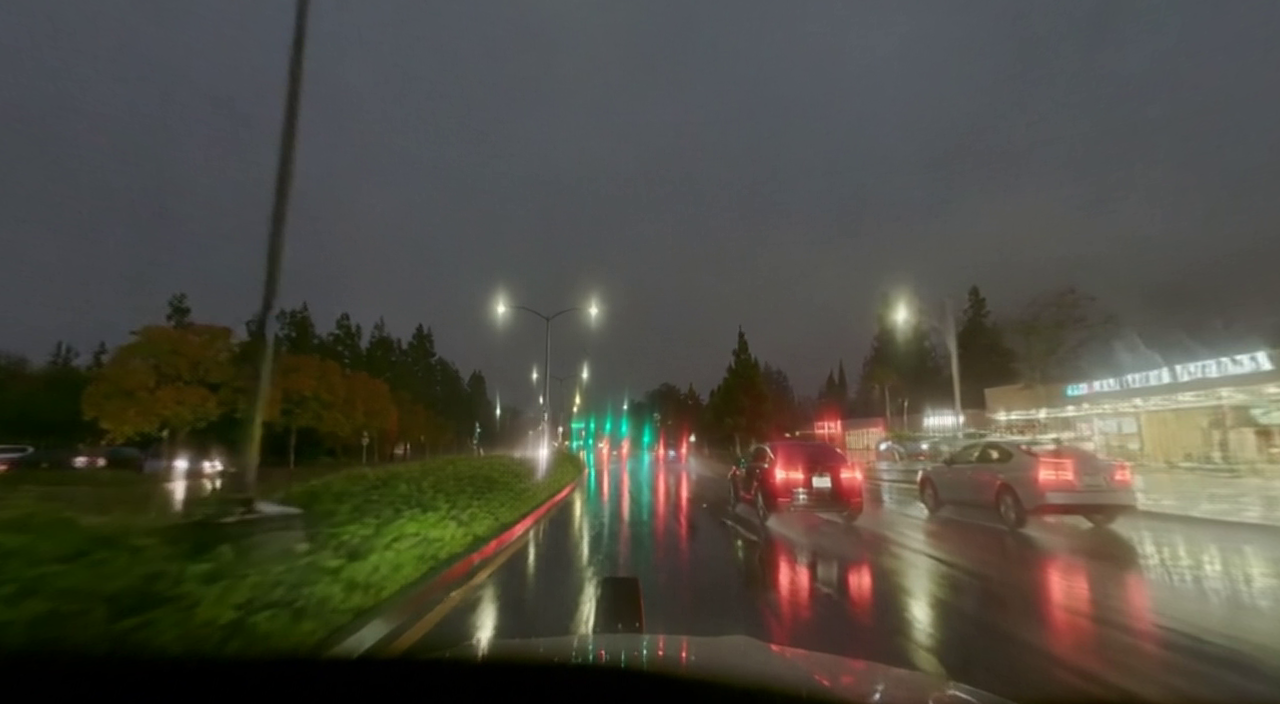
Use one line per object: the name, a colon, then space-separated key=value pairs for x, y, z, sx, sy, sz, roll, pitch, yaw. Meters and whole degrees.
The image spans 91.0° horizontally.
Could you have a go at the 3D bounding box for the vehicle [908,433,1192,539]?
vehicle: x=6.661 y=2.188 z=10.975 sx=1.917 sy=1.457 sz=4.274 roll=0 pitch=-8 yaw=-3

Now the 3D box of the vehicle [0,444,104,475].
vehicle: x=-30.543 y=5.501 z=32.295 sx=4.040 sy=1.501 sz=2.088 roll=1 pitch=-8 yaw=-4

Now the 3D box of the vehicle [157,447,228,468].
vehicle: x=-30.782 y=7.234 z=43.371 sx=3.502 sy=1.364 sz=1.773 roll=1 pitch=-8 yaw=-4

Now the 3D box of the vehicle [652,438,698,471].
vehicle: x=1.924 y=5.788 z=35.734 sx=2.000 sy=1.745 sz=4.206 roll=1 pitch=-8 yaw=-5

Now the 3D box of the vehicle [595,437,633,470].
vehicle: x=-1.590 y=5.931 z=36.866 sx=2.051 sy=1.798 sz=4.168 roll=1 pitch=-8 yaw=-4

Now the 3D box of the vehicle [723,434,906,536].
vehicle: x=2.817 y=2.249 z=11.301 sx=1.883 sy=1.452 sz=4.258 roll=0 pitch=-8 yaw=-3
